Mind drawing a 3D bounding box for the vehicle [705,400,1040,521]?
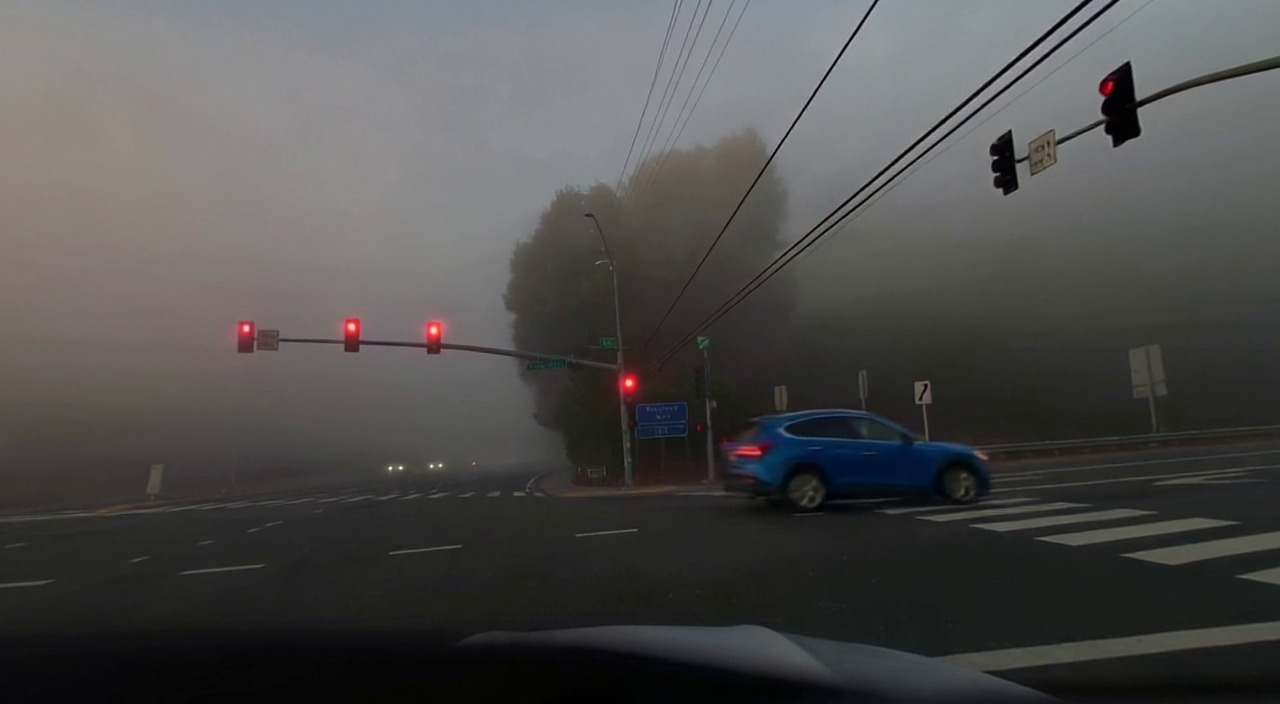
[{"bbox_3d":[3.736,1.817,10.863,4.881,1.807,2.135,1,-8,-5],"label":"vehicle"}]
